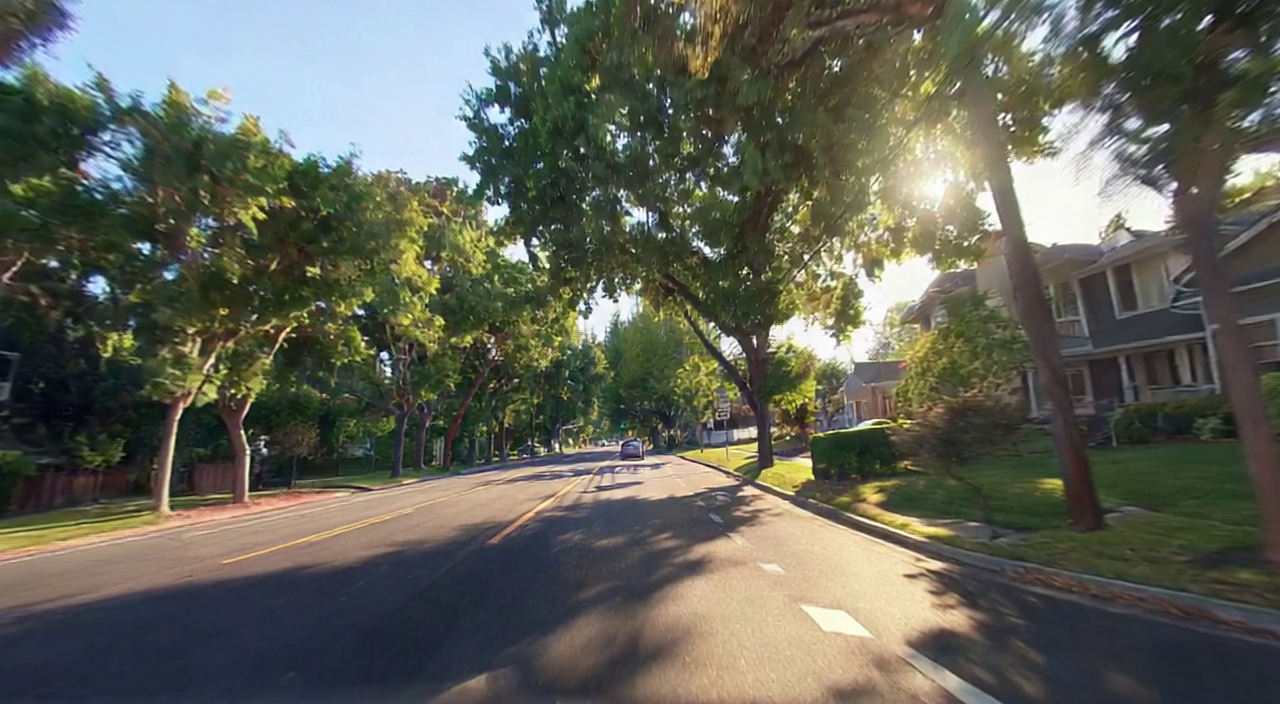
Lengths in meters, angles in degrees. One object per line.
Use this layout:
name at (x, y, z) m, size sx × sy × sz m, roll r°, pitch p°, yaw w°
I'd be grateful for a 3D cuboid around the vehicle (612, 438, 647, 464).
vehicle at (-0.686, 6.239, 39.927) m, size 2.104 × 1.500 × 3.815 m, roll 0°, pitch -8°, yaw -1°
